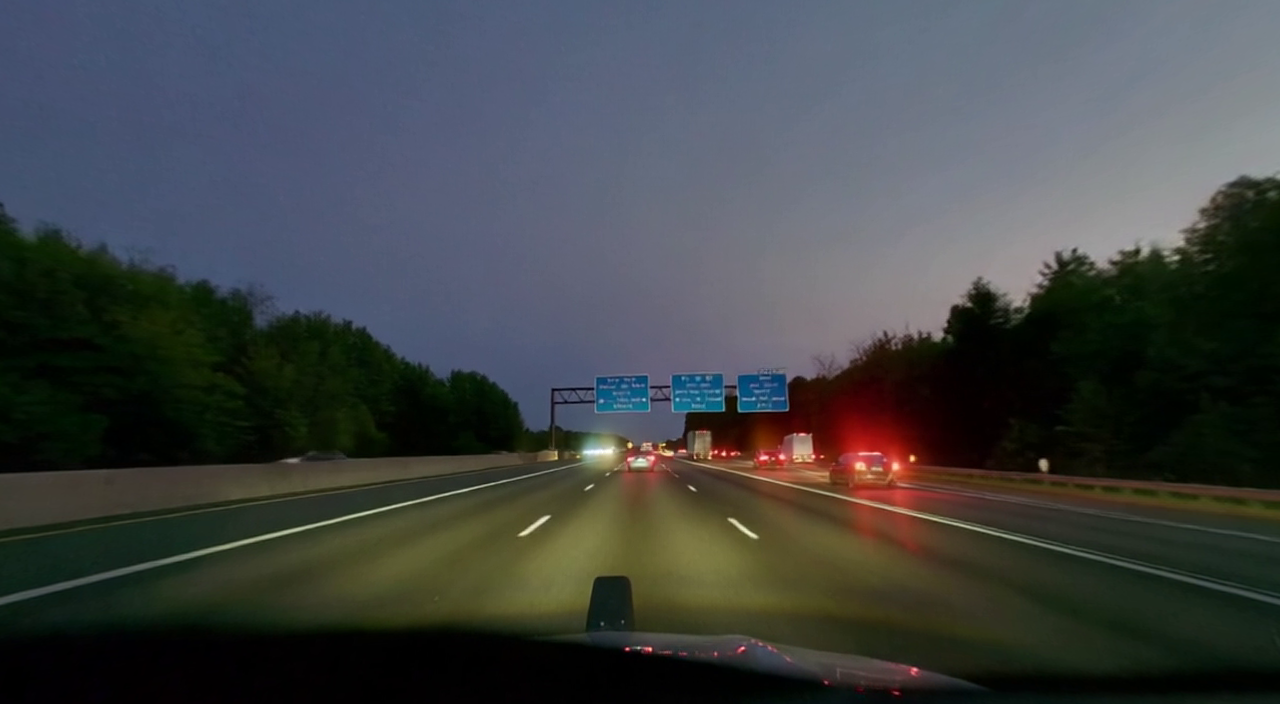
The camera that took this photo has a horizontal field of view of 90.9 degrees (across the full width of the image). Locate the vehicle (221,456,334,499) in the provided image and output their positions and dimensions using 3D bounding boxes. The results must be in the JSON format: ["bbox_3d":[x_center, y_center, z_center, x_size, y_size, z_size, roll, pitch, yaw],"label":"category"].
[{"bbox_3d":[-14.367,4.969,25.299,1.841,1.472,4.463,0,-9,0],"label":"vehicle"}]

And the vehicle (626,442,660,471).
[{"bbox_3d":[0.202,7.113,43.015,2.167,1.847,4.097,0,-9,1],"label":"vehicle"}]
